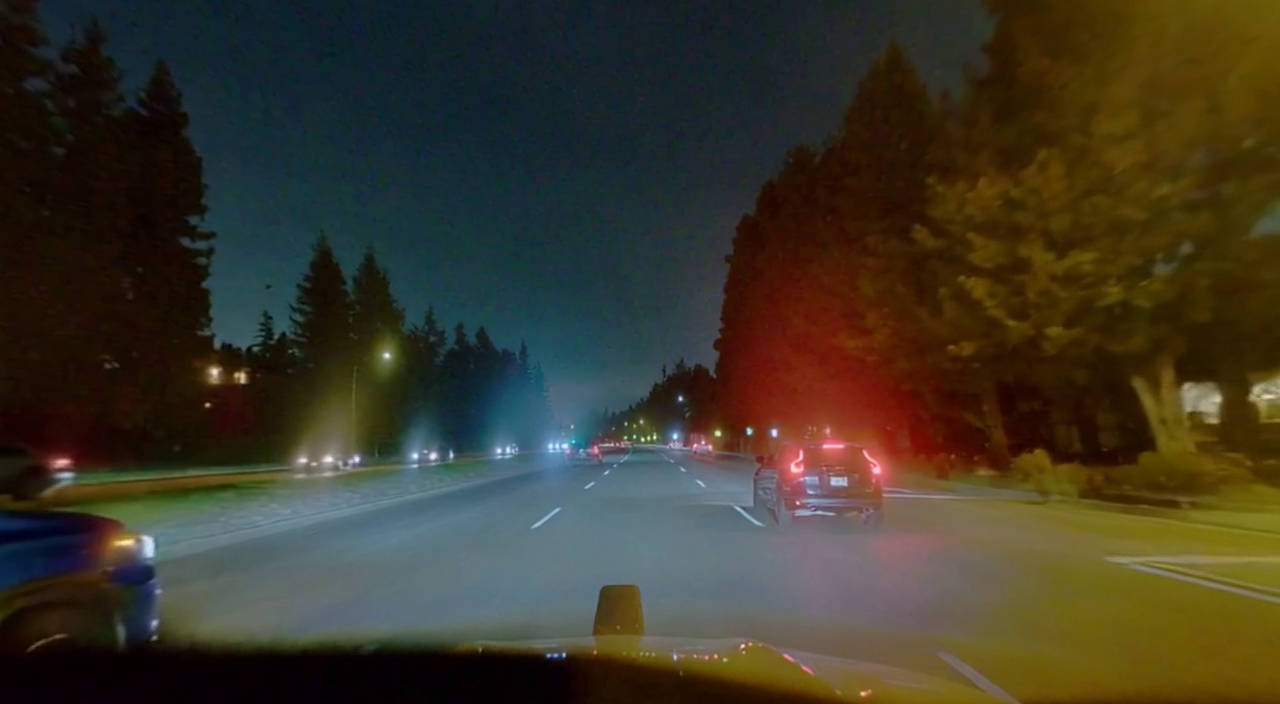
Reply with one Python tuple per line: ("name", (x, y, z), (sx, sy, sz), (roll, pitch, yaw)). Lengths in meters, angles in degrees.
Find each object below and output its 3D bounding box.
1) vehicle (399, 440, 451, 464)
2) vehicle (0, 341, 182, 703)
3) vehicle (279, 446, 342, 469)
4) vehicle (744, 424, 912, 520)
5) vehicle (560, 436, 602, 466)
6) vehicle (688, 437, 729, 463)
("vehicle", (-15.502, 7.231, 45.880), (2.117, 1.680, 4.497), (0, -8, 1))
("vehicle", (-3.470, 0.604, 0.972), (2.045, 1.688, 4.632), (0, -8, 0))
("vehicle", (-22.782, 7.307, 43.906), (1.858, 1.485, 4.642), (0, -8, 0))
("vehicle", (3.660, 2.434, 13.321), (2.132, 1.659, 4.387), (0, -8, -1))
("vehicle", (-3.314, 5.675, 36.279), (1.988, 1.569, 4.202), (0, -8, 0))
("vehicle", (4.517, 6.503, 42.056), (2.169, 1.669, 4.037), (0, -8, -1))
